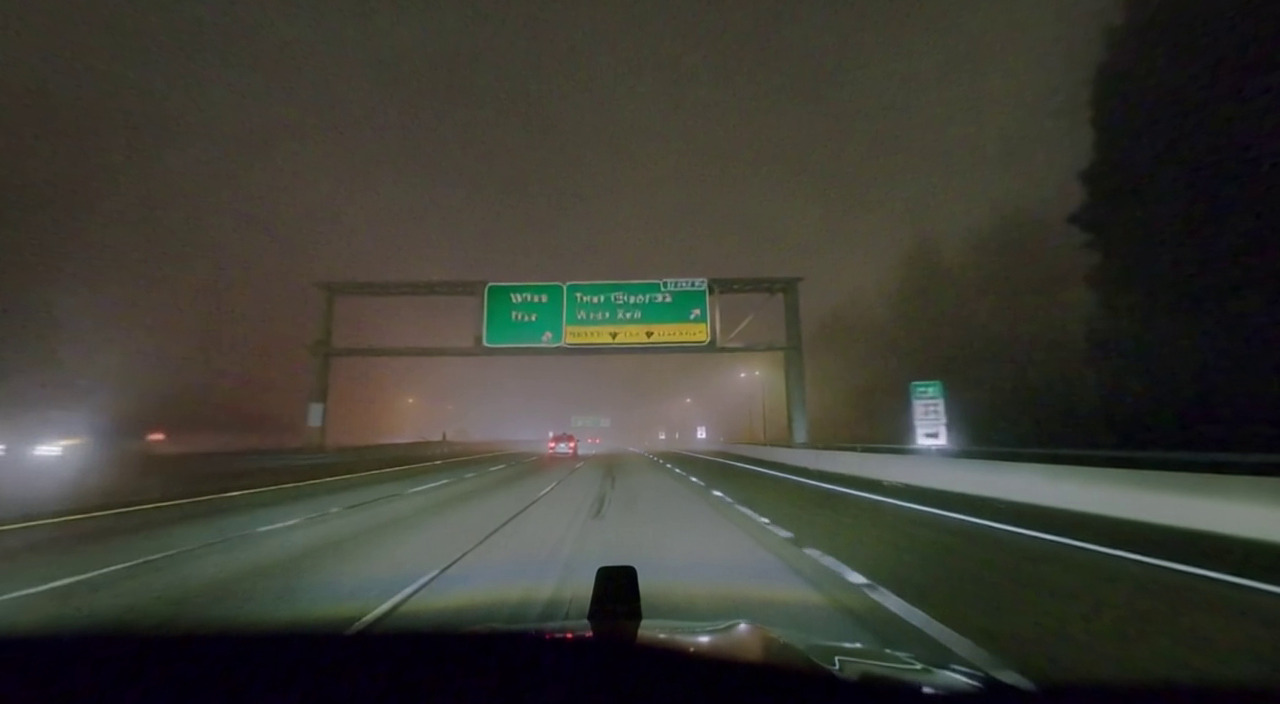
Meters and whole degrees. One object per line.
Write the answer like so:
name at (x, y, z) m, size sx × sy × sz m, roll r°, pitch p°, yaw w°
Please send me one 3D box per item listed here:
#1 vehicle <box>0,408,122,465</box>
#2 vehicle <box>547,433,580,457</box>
vehicle at (-19.972, 2.817, 20.798) m, size 1.916 × 1.687 × 4.367 m, roll 0°, pitch -8°, yaw -1°
vehicle at (-5.253, 6.431, 43.429) m, size 1.878 × 1.548 × 3.966 m, roll 0°, pitch -8°, yaw -1°
